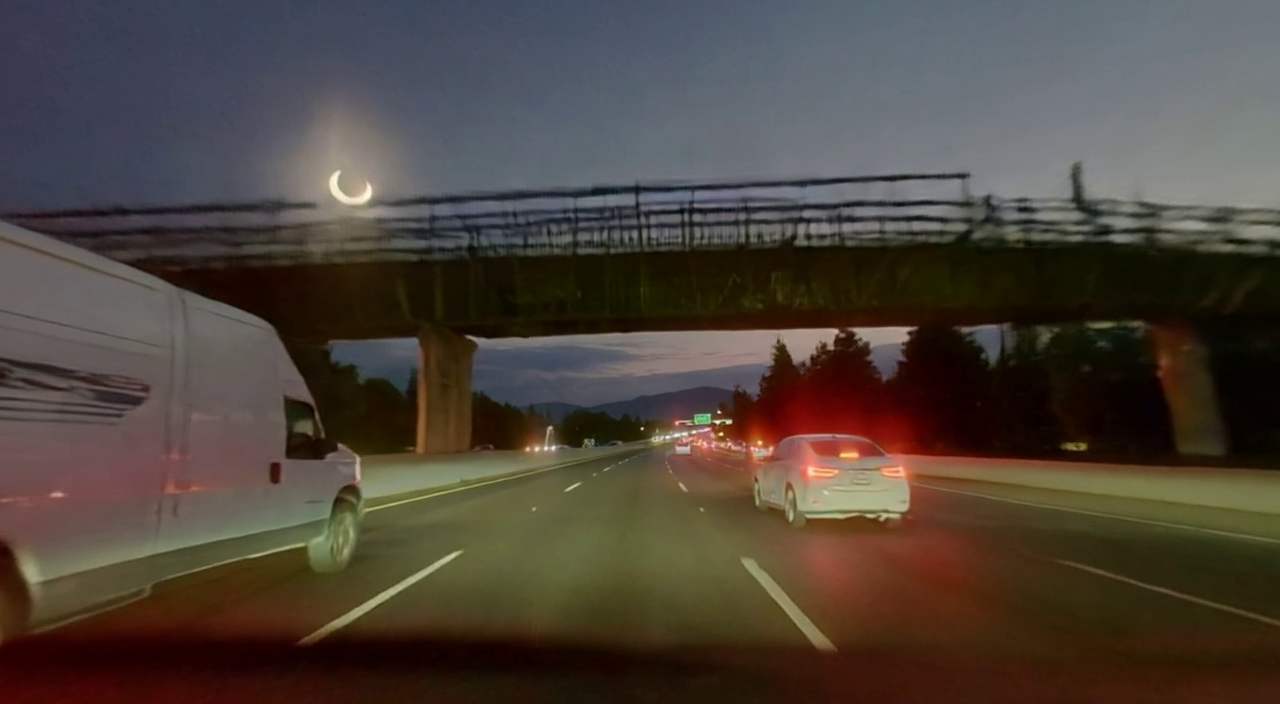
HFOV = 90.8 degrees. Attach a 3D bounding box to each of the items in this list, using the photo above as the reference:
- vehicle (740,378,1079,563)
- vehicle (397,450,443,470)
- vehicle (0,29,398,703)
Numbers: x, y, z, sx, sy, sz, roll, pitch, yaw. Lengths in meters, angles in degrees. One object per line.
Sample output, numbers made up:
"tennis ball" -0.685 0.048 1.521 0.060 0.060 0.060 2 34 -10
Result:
"vehicle" 3.458 1.747 10.014 2.693 2.044 5.882 0 -9 -1
"vehicle" -17.085 8.377 49.278 1.850 1.488 4.507 0 -9 2
"vehicle" -3.413 0.296 2.625 2.369 2.682 6.088 0 -9 0
